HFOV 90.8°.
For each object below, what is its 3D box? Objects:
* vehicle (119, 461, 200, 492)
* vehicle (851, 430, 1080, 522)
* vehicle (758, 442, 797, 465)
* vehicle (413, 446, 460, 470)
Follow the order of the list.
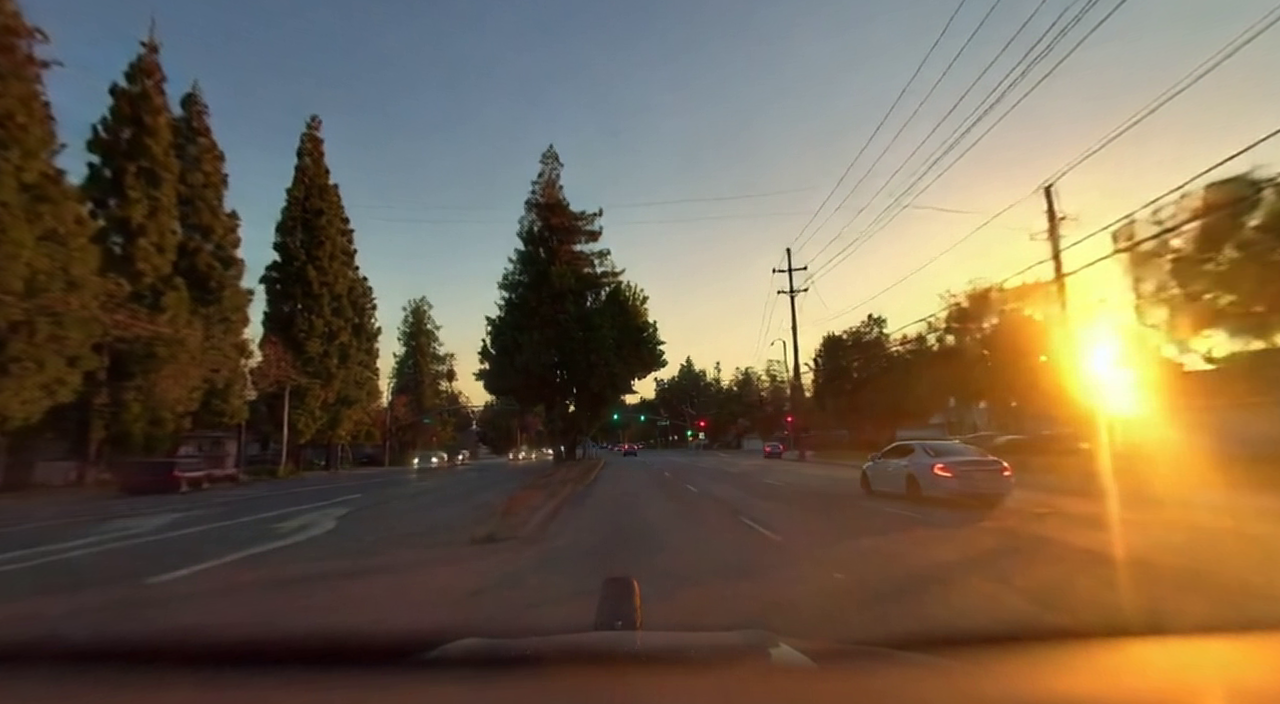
[{"bbox_3d":[-29.374,7.590,38.822,1.932,1.639,4.600,1,-9,-9],"label":"vehicle"},{"bbox_3d":[6.280,2.440,13.029,2.113,1.520,4.650,0,-8,-2],"label":"vehicle"},{"bbox_3d":[9.935,7.339,45.961,1.979,1.581,4.271,0,-8,1],"label":"vehicle"},{"bbox_3d":[-15.004,7.796,46.789,2.060,1.681,4.418,0,-8,-2],"label":"vehicle"}]
